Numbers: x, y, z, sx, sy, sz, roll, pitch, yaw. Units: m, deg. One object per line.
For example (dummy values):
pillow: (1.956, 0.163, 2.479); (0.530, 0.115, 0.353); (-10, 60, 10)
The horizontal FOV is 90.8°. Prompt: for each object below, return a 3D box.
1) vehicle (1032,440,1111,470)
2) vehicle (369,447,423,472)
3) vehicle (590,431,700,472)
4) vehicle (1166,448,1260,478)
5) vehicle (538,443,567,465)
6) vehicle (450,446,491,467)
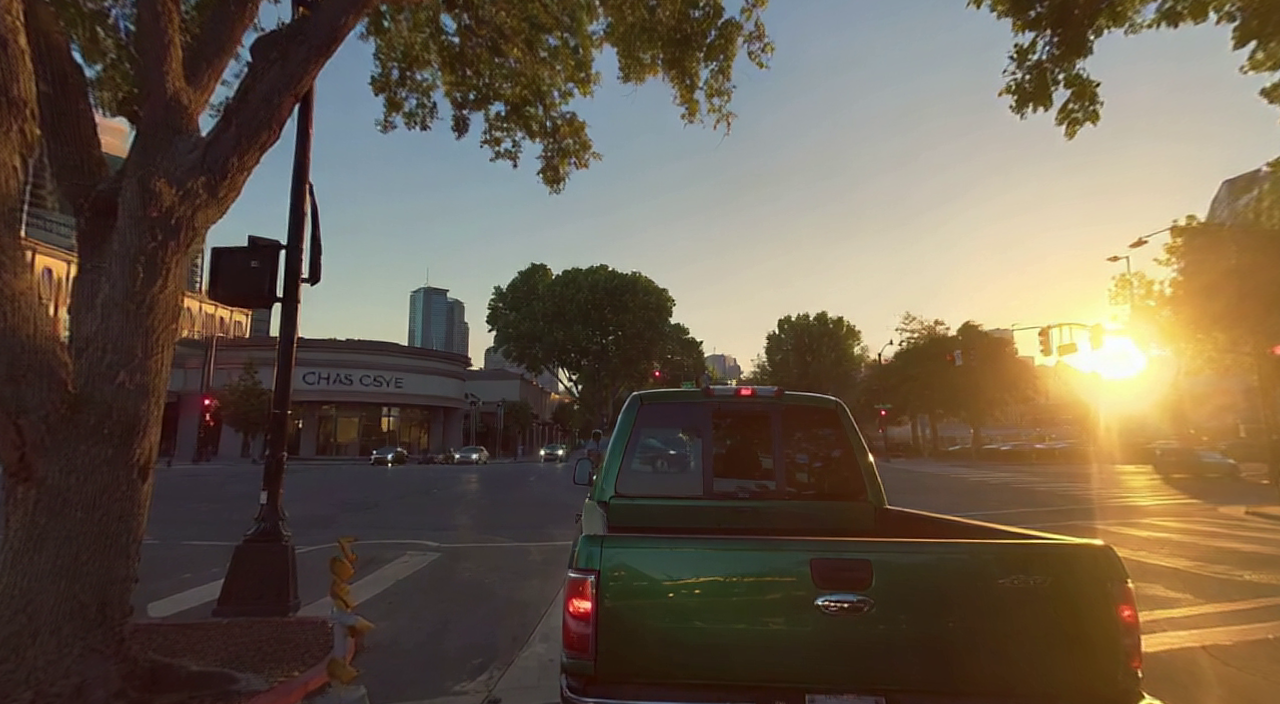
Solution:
vehicle: (26.362, 6.264, 38.546); (4.541, 1.731, 2.007); (5, -10, -28)
vehicle: (-16.232, 7.137, 42.241); (1.883, 1.586, 4.297); (0, -9, 0)
vehicle: (0.147, 5.045, 32.176); (2.289, 1.927, 5.667); (8, -12, -42)
vehicle: (30.316, 5.805, 33.379); (4.658, 1.478, 1.946); (4, -9, -26)
vehicle: (-6.349, 7.400, 46.087); (1.879, 1.464, 4.457); (1, -8, -5)
vehicle: (-12.603, 7.760, 47.099); (1.946, 1.474, 4.008); (0, -9, 0)
